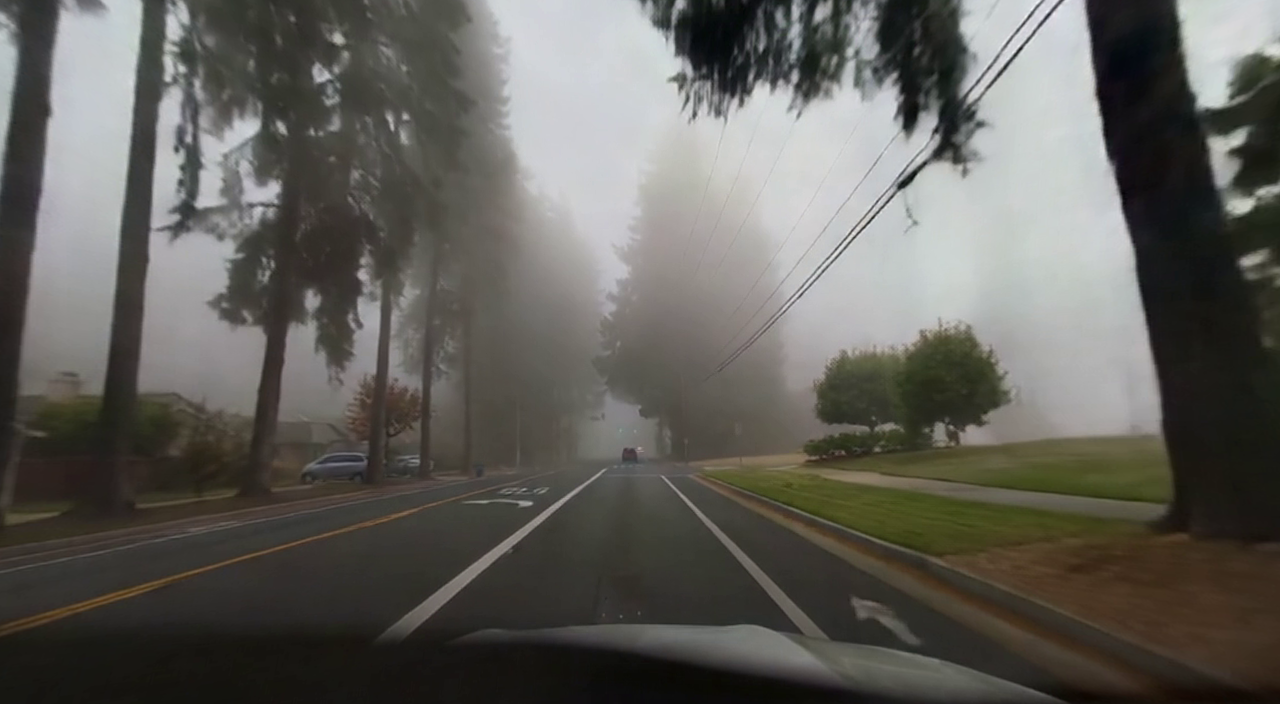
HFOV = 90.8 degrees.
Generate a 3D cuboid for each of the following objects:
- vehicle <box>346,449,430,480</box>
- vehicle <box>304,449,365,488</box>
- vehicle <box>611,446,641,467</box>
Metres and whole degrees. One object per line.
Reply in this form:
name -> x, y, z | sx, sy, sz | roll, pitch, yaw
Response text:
vehicle -> -16.261, 7.266, 40.931 | 2.043, 1.803, 4.631 | -11, -13, 37
vehicle -> -16.824, 6.355, 35.115 | 2.378, 1.922, 5.801 | 3, -9, -20
vehicle -> -1.010, 7.638, 46.327 | 2.104, 1.500, 3.815 | 1, -9, -2
